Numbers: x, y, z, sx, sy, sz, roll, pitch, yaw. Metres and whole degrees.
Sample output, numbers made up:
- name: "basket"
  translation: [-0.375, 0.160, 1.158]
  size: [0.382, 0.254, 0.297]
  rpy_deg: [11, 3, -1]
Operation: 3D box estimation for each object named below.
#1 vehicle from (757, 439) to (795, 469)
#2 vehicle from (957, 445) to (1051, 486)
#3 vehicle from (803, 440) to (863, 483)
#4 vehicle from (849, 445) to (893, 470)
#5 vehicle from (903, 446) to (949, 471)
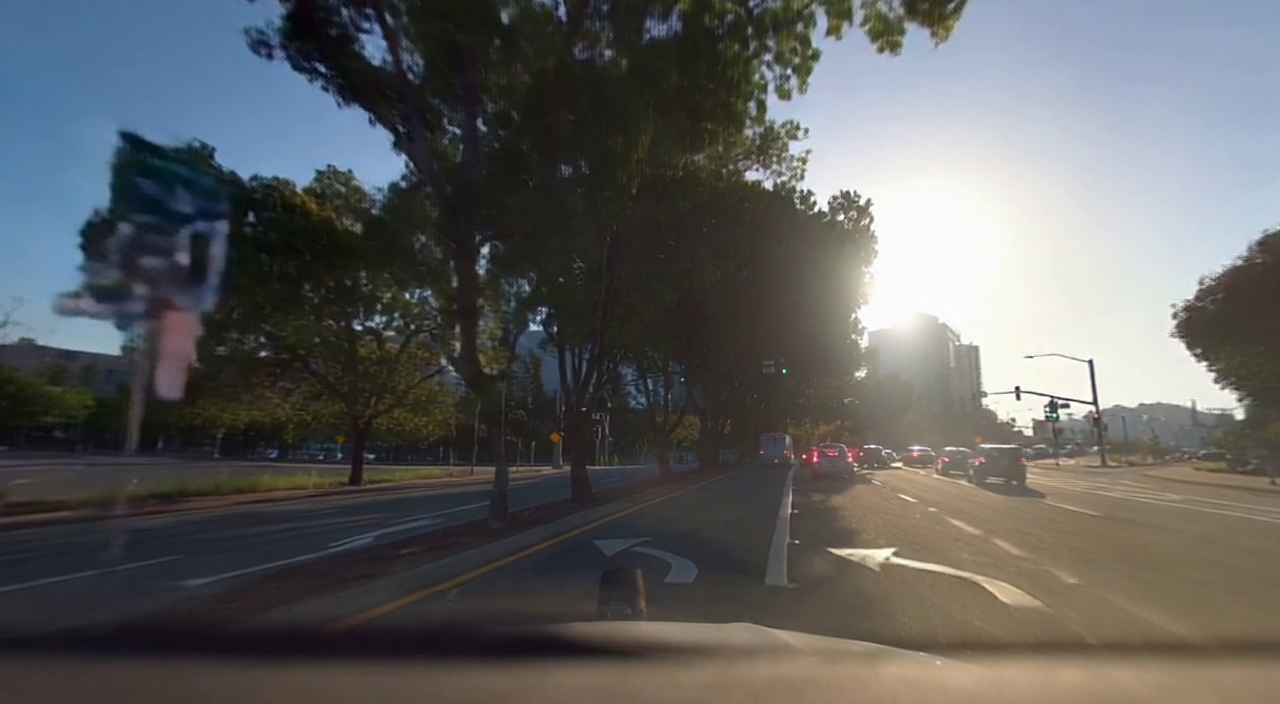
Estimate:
- name: "vehicle"
  translation: [8.897, 6.607, 41.001]
  size: [2.245, 1.800, 4.522]
  rpy_deg: [-2, -8, 13]
- name: "vehicle"
  translation: [13.924, 4.315, 24.389]
  size: [1.884, 1.422, 4.262]
  rpy_deg: [-2, -9, 13]
- name: "vehicle"
  translation: [7.727, 4.376, 25.551]
  size: [2.078, 1.578, 4.107]
  rpy_deg: [-2, -9, 14]
- name: "vehicle"
  translation: [14.733, 6.716, 40.455]
  size: [2.063, 1.476, 4.361]
  rpy_deg: [-2, -9, 13]
- name: "vehicle"
  translation: [18.547, 6.877, 41.094]
  size: [1.901, 1.484, 4.093]
  rpy_deg: [-2, -8, 13]
